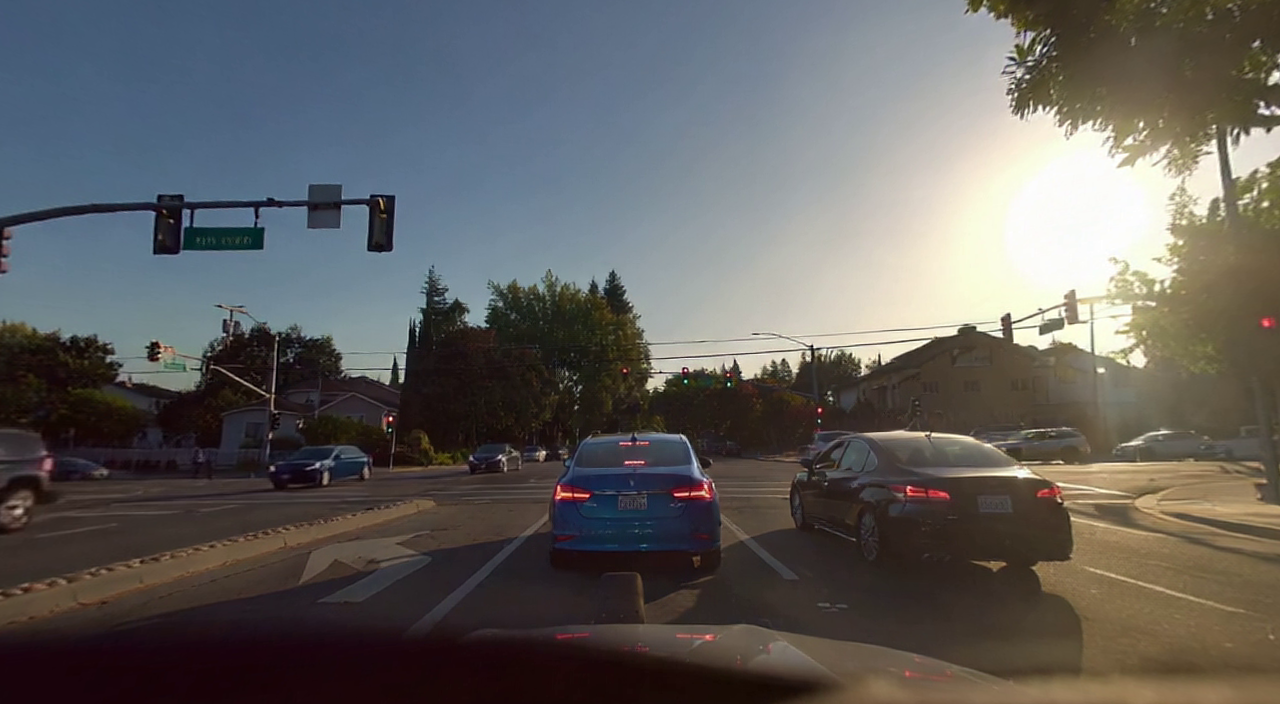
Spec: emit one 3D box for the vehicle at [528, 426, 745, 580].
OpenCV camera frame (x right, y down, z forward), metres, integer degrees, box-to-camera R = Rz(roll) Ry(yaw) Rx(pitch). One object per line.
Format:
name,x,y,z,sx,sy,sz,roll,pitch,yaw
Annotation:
vehicle,-0.045,1.780,8.251,2.103,1.478,4.073,0,-8,0

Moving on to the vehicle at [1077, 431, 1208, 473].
vehicle,24.007,4.781,30.305,4.520,1.762,2.005,-2,-8,-1

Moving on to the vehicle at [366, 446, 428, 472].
vehicle,-17.007,7.500,44.499,1.893,1.658,4.474,-2,-9,12

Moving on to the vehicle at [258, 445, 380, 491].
vehicle,-11.408,4.133,22.877,2.125,1.476,4.385,0,-8,0

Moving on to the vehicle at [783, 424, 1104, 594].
vehicle,3.189,1.718,7.768,1.913,1.505,4.097,0,-8,0

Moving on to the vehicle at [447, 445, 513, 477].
vehicle,-7.544,5.177,30.277,2.040,1.374,4.150,0,-8,1
